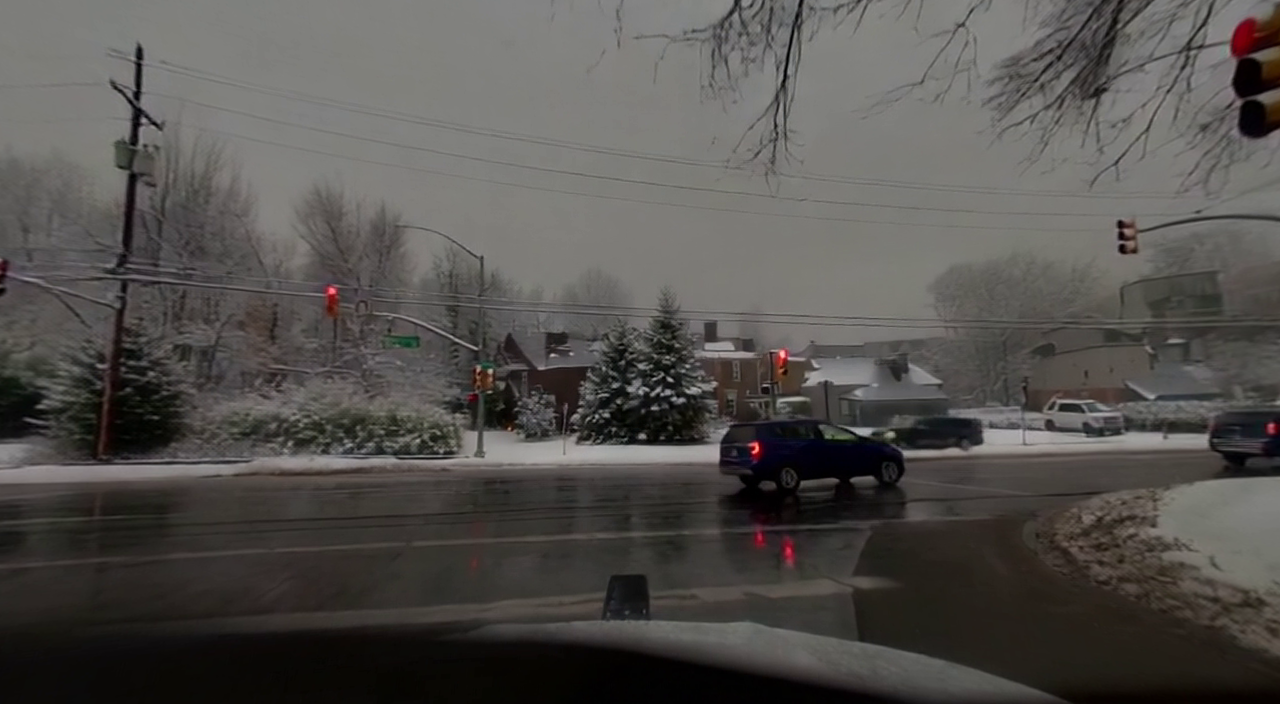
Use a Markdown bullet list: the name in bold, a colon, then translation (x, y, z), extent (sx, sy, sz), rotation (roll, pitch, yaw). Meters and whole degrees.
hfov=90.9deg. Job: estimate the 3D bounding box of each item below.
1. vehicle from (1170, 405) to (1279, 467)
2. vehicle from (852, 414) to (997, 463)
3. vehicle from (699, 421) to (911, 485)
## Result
- **vehicle**: translation (18.342, 2.432, 18.233), extent (4.636, 1.668, 1.935), rotation (1, -9, -10)
- **vehicle**: translation (11.315, 3.448, 25.161), extent (4.966, 1.806, 2.007), rotation (2, -9, -13)
- **vehicle**: translation (4.041, 2.502, 15.814), extent (4.757, 1.442, 1.858), rotation (1, -9, -10)
